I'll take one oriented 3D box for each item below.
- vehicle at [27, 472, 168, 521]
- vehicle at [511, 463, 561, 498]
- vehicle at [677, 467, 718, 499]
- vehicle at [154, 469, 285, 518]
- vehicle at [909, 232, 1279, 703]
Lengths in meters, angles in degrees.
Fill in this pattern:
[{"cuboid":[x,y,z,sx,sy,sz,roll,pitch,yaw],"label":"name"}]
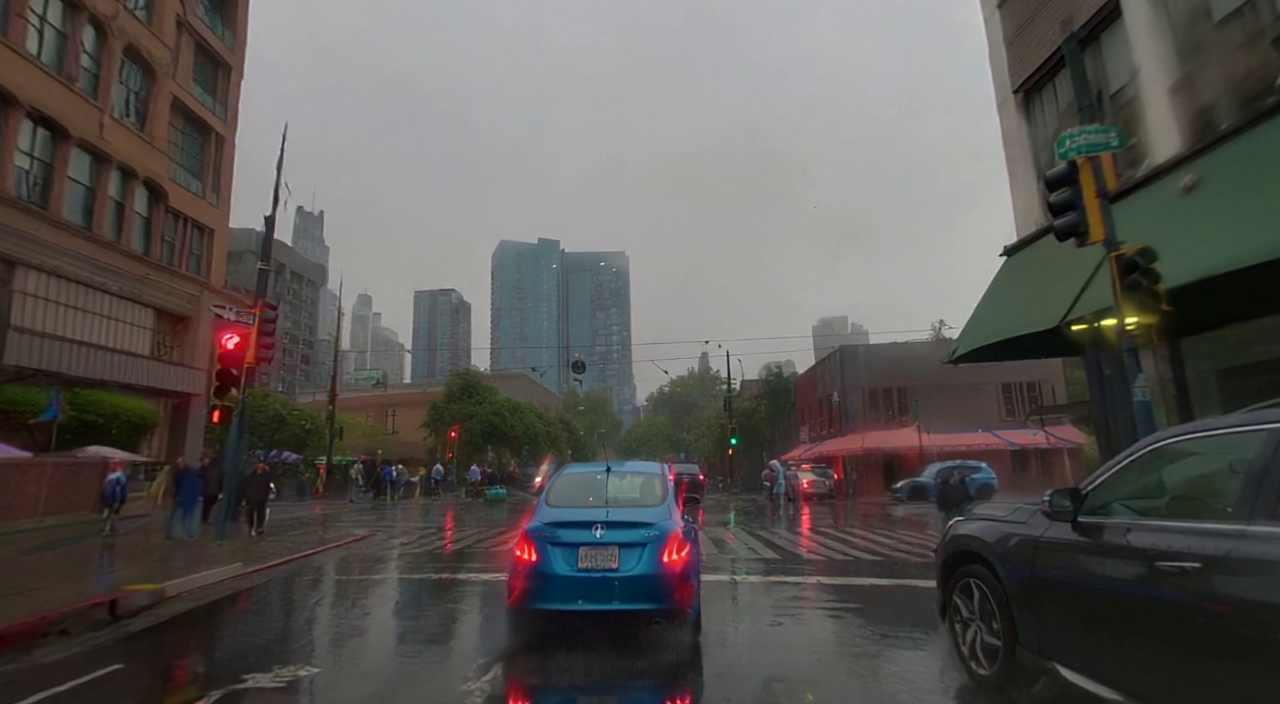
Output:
[{"cuboid":[-25.483,6.772,29.737,4.588,2.048,2.110,0,-9,1],"label":"vehicle"},{"cuboid":[-6.345,7.875,39.009,2.226,1.896,4.438,-1,-9,1],"label":"vehicle"},{"cuboid":[3.472,8.026,38.856,1.908,1.741,4.066,0,-9,-3],"label":"vehicle"},{"cuboid":[-19.774,6.651,29.751,4.750,2.083,2.002,-1,-9,3],"label":"vehicle"},{"cuboid":[3.211,0.549,1.259,2.632,1.979,6.096,0,-9,0],"label":"vehicle"}]
